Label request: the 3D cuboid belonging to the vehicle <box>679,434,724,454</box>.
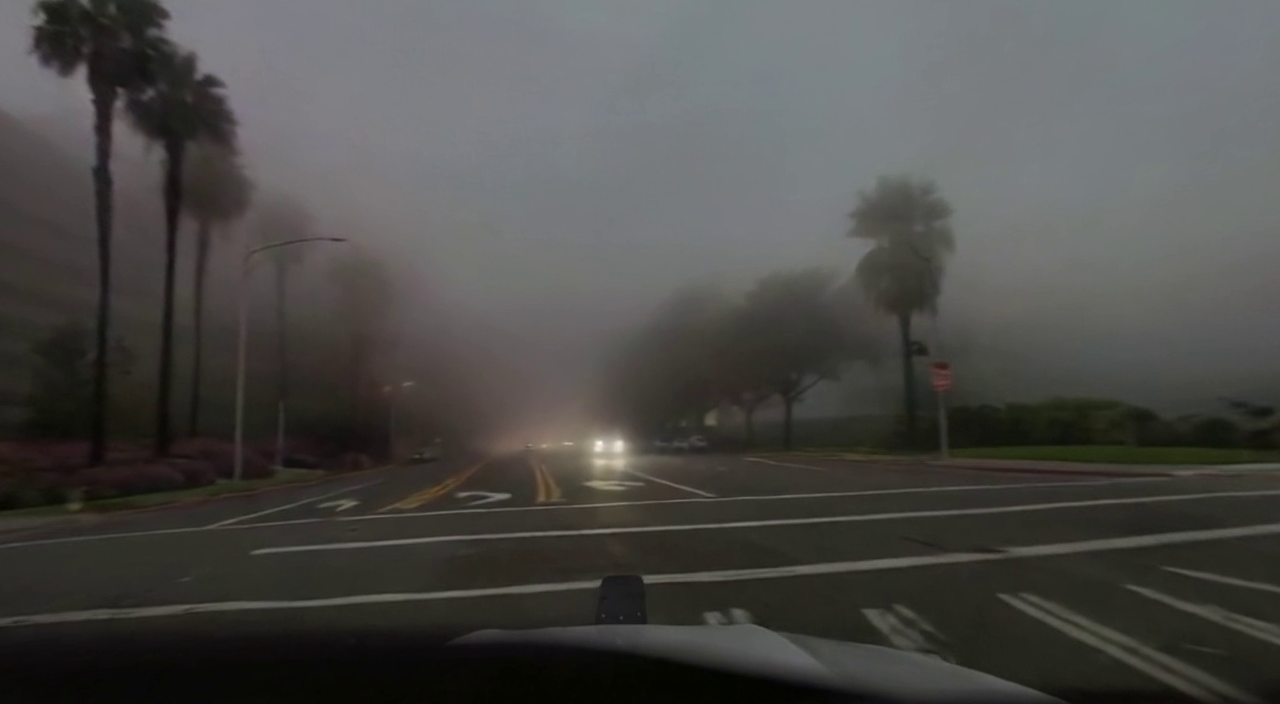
[{"bbox_3d":[4.671,7.123,48.717,1.870,1.456,4.605,3,-9,-16],"label":"vehicle"}]
